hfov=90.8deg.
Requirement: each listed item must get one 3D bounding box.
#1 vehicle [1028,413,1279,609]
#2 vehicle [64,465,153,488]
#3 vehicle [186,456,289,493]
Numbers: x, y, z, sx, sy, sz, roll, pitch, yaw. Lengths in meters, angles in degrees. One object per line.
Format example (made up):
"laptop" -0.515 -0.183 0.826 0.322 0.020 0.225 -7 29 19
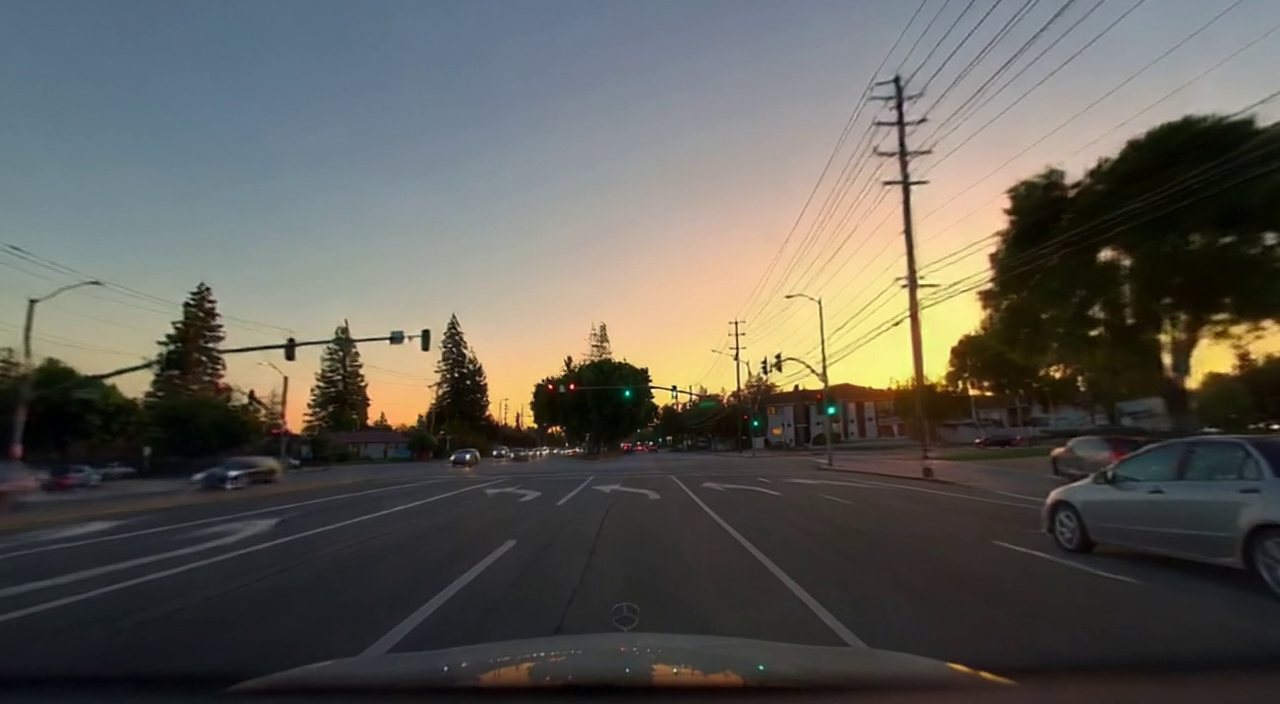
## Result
"vehicle" 6.044 1.346 5.671 2.113 1.520 4.650 0 -8 -1
"vehicle" -38.100 8.905 45.362 4.464 1.526 1.970 0 -8 -3
"vehicle" -18.365 5.584 29.099 1.926 1.469 4.426 0 -8 -1
